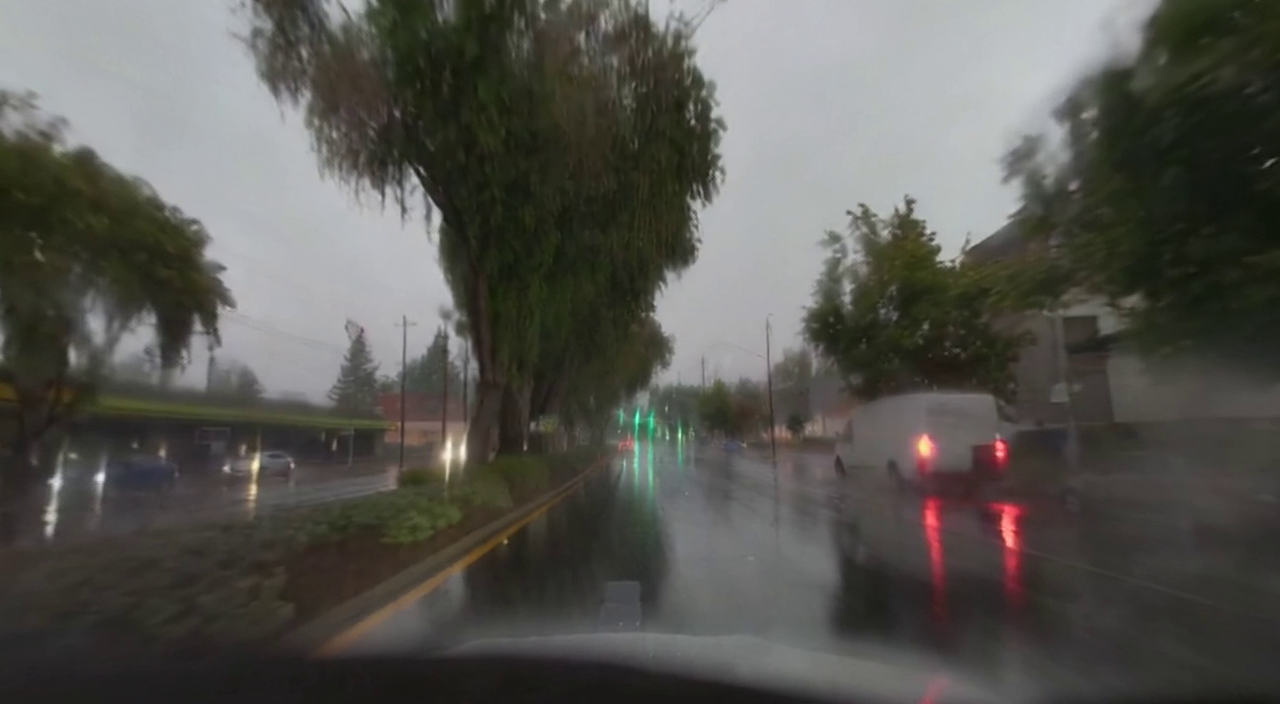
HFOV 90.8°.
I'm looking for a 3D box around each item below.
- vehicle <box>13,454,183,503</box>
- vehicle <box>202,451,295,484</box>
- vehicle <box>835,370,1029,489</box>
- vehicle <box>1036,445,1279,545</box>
[{"bbox_3d":[-19.492,4.533,23.102,1.975,1.484,4.820,0,-9,0],"label":"vehicle"},{"bbox_3d":[-19.562,5.757,31.801,1.813,1.465,4.454,-1,-9,0],"label":"vehicle"},{"bbox_3d":[9.598,2.827,22.201,2.684,3.381,8.336,0,-9,0],"label":"vehicle"},{"bbox_3d":[9.723,2.431,11.572,1.827,1.414,4.879,0,-9,1],"label":"vehicle"}]
